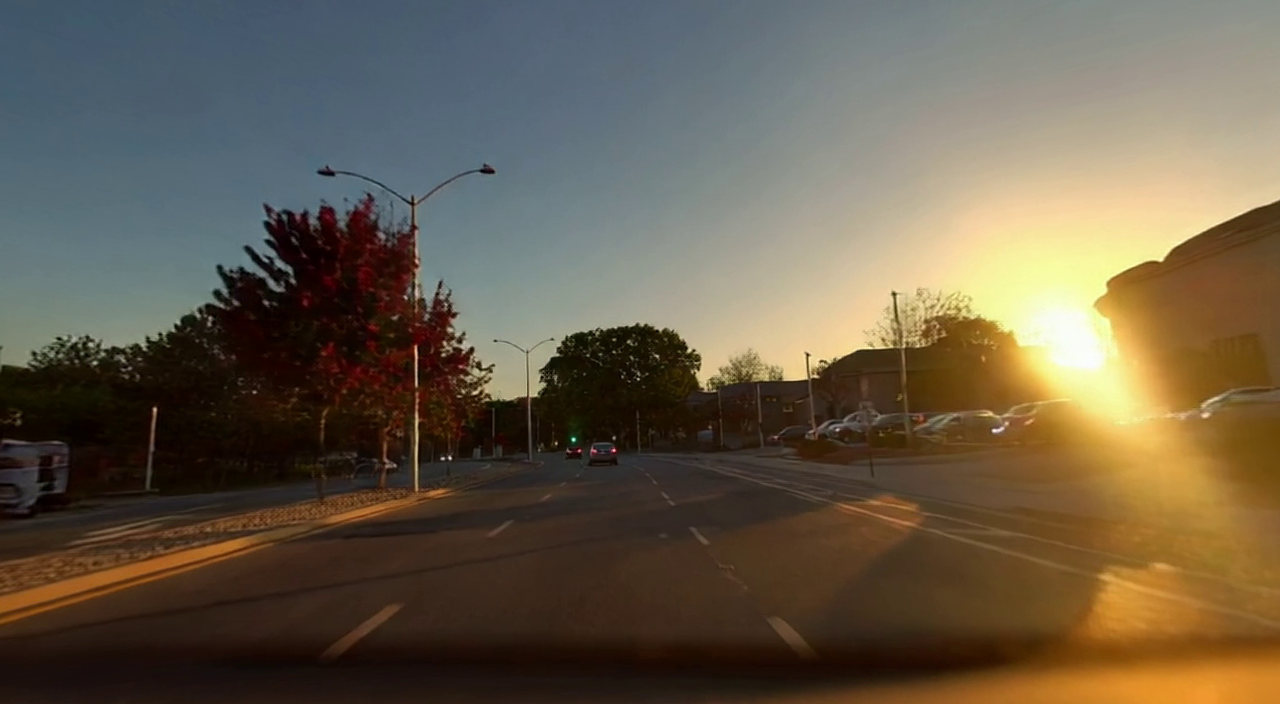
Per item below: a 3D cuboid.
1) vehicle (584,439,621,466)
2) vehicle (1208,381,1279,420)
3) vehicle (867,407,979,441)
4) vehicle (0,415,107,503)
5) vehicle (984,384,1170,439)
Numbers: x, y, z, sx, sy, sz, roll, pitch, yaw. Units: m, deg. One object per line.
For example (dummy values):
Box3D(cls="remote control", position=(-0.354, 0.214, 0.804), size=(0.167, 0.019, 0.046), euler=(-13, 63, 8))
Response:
Box3D(cls="vehicle", position=(-2.506, 6.497, 41.136), size=(2.197, 1.642, 4.312), euler=(1, -8, -6))
Box3D(cls="vehicle", position=(29.951, 2.307, 29.659), size=(2.175, 1.626, 4.598), euler=(0, -8, -1))
Box3D(cls="vehicle", position=(14.401, 3.706, 32.334), size=(4.742, 1.602, 1.999), euler=(0, -8, -4))
Box3D(cls="vehicle", position=(-29.570, 4.920, 29.044), size=(3.377, 3.796, 8.315), euler=(-1, -8, -5))
Box3D(cls="vehicle", position=(14.946, 2.091, 21.816), size=(4.851, 1.737, 2.189), euler=(0, -8, -5))
